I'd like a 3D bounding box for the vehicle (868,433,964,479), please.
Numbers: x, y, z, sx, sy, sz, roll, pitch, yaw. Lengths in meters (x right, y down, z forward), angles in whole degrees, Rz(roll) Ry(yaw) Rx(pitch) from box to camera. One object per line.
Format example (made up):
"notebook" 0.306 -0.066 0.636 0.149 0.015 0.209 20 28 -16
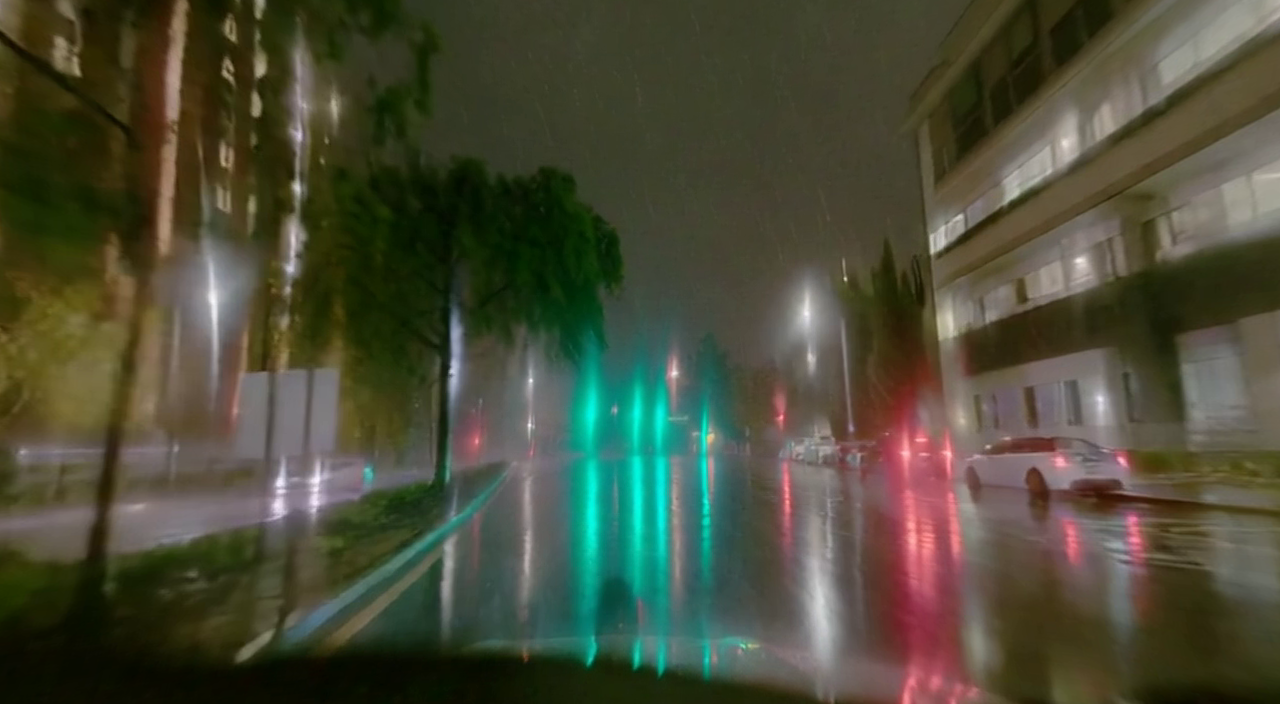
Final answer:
"vehicle" 10.525 3.982 24.418 1.889 1.631 4.021 0 -9 1

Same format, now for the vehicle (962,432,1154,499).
"vehicle" 10.399 2.849 16.230 1.956 1.462 4.306 0 -8 0
